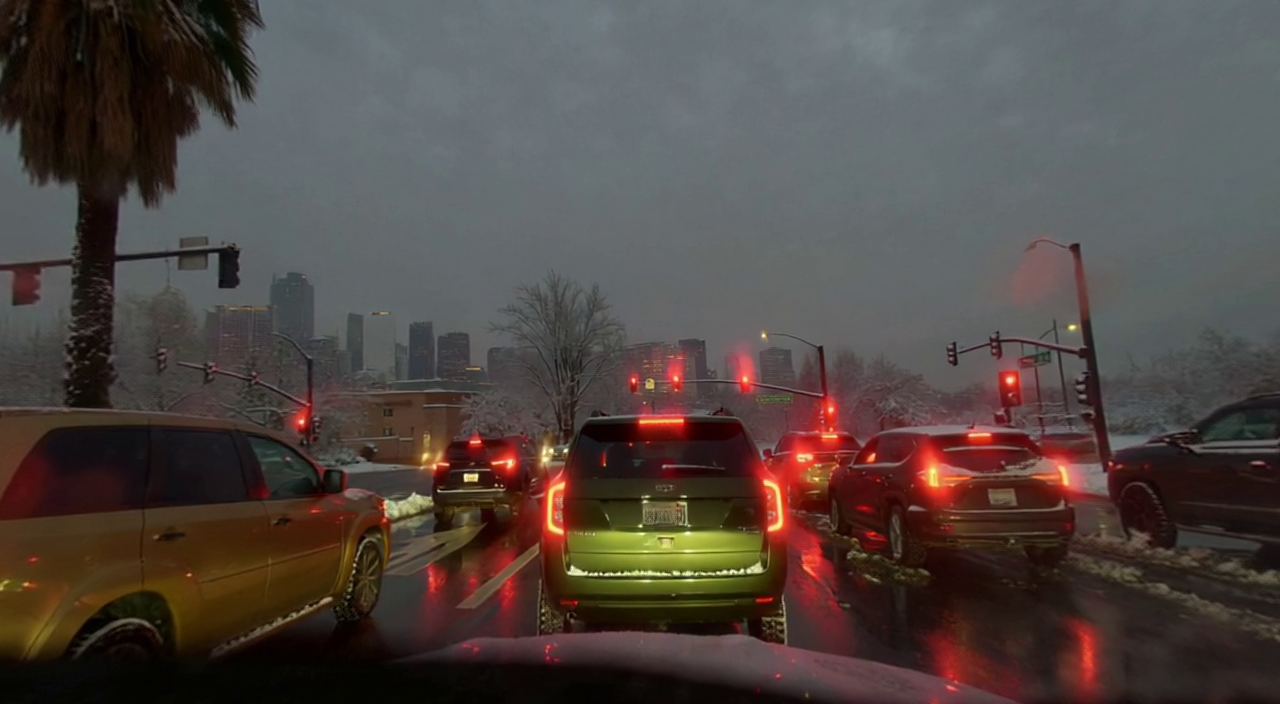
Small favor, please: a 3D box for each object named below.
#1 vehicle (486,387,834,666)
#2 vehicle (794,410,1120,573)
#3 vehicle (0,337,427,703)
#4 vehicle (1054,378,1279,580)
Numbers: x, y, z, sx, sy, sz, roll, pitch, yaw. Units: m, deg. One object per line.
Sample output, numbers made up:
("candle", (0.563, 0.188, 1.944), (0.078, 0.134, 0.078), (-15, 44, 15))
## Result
("vehicle", (0.149, 1.373, 5.999), (2.123, 1.704, 4.128), (0, -8, 1))
("vehicle", (3.995, 1.863, 9.282), (2.072, 1.704, 5.170), (0, -8, -1))
("vehicle", (-3.174, 1.089, 3.891), (2.171, 1.702, 4.416), (0, -9, 0))
("vehicle", (7.310, 1.269, 6.348), (2.337, 1.925, 5.728), (0, -8, 0))
